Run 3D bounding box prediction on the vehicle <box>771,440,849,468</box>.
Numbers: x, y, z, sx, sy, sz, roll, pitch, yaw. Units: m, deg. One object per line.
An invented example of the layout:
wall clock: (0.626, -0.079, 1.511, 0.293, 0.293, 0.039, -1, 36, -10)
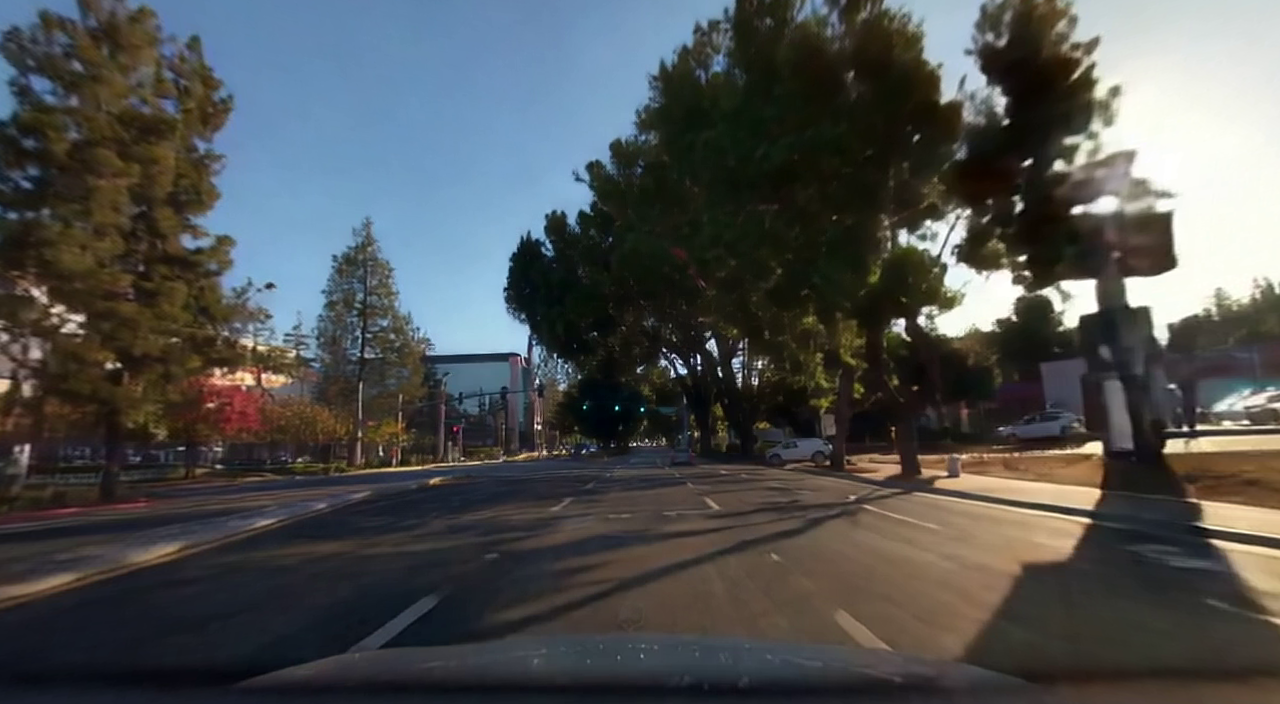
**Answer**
vehicle: (9.881, 5.939, 36.826, 4.007, 1.591, 1.915, -1, -8, 2)
